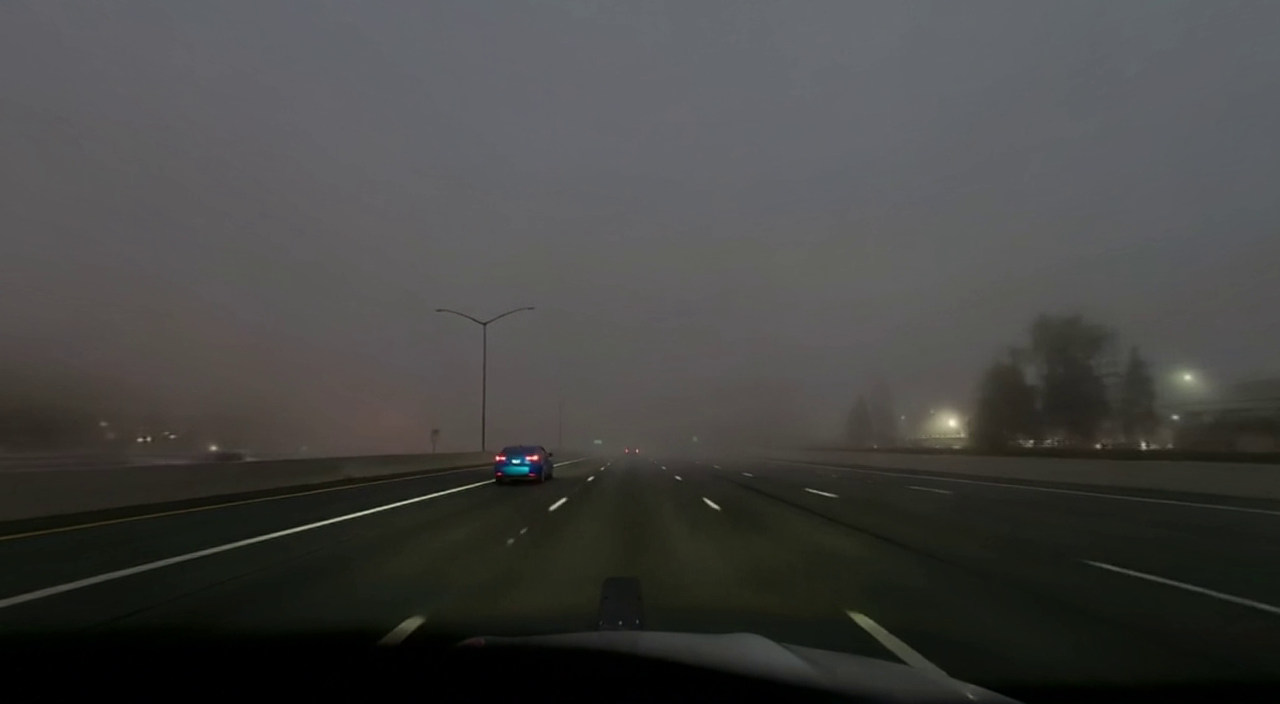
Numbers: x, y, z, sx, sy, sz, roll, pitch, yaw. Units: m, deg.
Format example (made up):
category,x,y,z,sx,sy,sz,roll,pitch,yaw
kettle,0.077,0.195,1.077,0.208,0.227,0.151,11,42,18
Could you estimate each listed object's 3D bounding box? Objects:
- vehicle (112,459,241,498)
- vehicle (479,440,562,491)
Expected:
category,x,y,z,sx,sy,sz,roll,pitch,yaw
vehicle,-20.382,5.559,28.114,2.086,1.479,4.780,0,-9,0
vehicle,-3.852,3.744,21.153,1.900,1.492,4.495,0,-9,0
